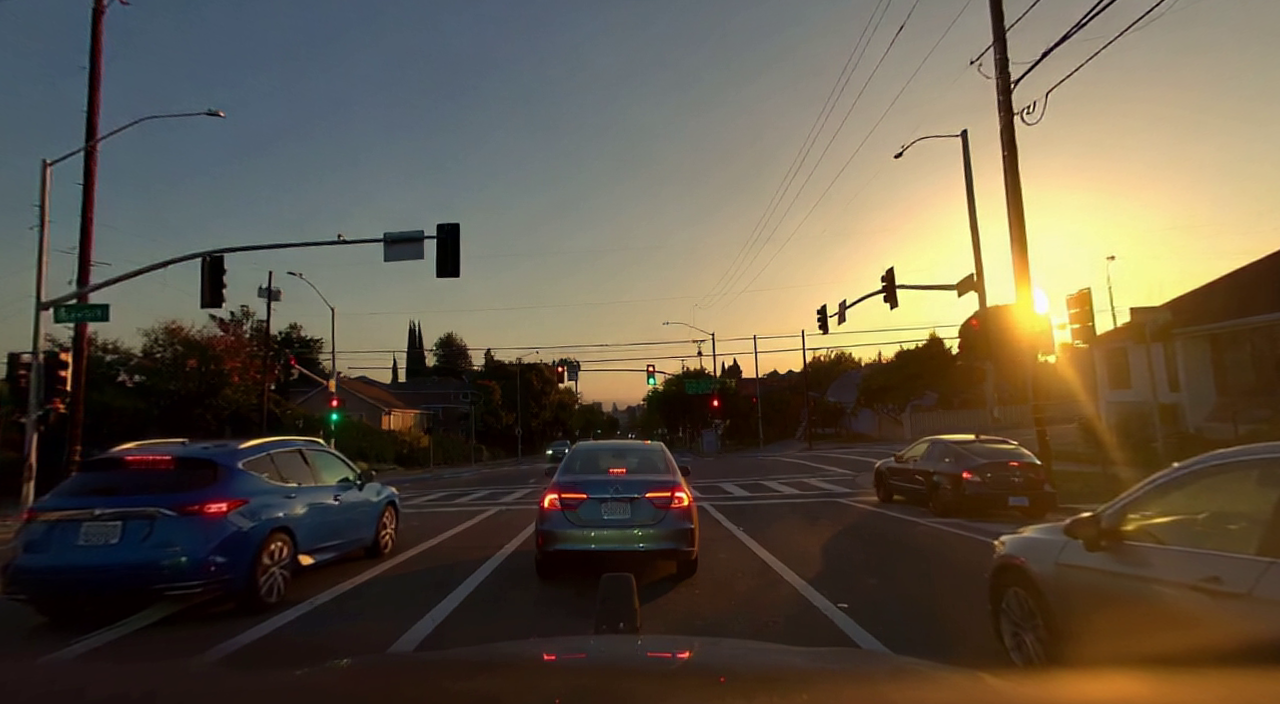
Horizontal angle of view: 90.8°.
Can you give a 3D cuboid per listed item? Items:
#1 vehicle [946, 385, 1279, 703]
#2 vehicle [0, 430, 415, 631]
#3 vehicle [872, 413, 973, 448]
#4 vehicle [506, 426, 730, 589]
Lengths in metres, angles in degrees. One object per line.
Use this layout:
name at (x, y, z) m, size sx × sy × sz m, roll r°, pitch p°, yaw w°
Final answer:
vehicle at (2.922, 0.888, 2.162) m, size 1.860 × 1.494 × 3.707 m, roll 0°, pitch -8°, yaw 0°
vehicle at (-4.379, 1.665, 6.975) m, size 2.106 × 1.492 × 4.312 m, roll 0°, pitch -8°, yaw 1°
vehicle at (15.116, 4.243, 33.997) m, size 4.431 × 1.555 × 1.886 m, roll -4°, pitch -9°, yaw 2°
vehicle at (-0.227, 1.753, 7.996) m, size 2.061 × 1.485 × 4.196 m, roll 0°, pitch -8°, yaw -1°
